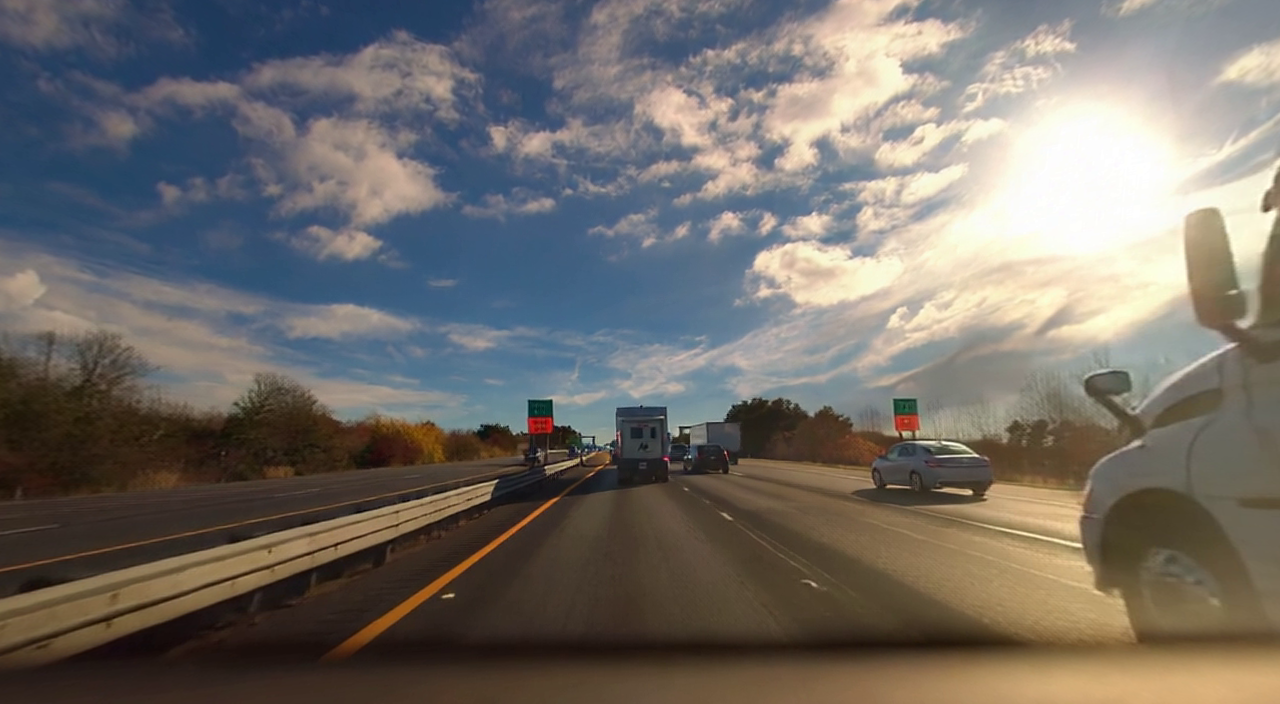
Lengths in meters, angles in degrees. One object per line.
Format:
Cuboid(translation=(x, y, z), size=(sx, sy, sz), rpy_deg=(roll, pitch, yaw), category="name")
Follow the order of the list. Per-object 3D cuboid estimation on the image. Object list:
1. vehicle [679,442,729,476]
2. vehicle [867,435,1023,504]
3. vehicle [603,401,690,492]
Cuboid(translation=(3.257, 5.529, 32.557), size=(2.127, 1.642, 3.899), rpy_deg=(0, -9, -1), category="vehicle")
Cuboid(translation=(7.548, 2.937, 16.022), size=(1.988, 1.534, 3.763), rpy_deg=(0, -9, -2), category="vehicle")
Cuboid(translation=(0.424, 3.353, 22.244), size=(2.506, 2.743, 6.093), rpy_deg=(-1, -9, 6), category="vehicle")
